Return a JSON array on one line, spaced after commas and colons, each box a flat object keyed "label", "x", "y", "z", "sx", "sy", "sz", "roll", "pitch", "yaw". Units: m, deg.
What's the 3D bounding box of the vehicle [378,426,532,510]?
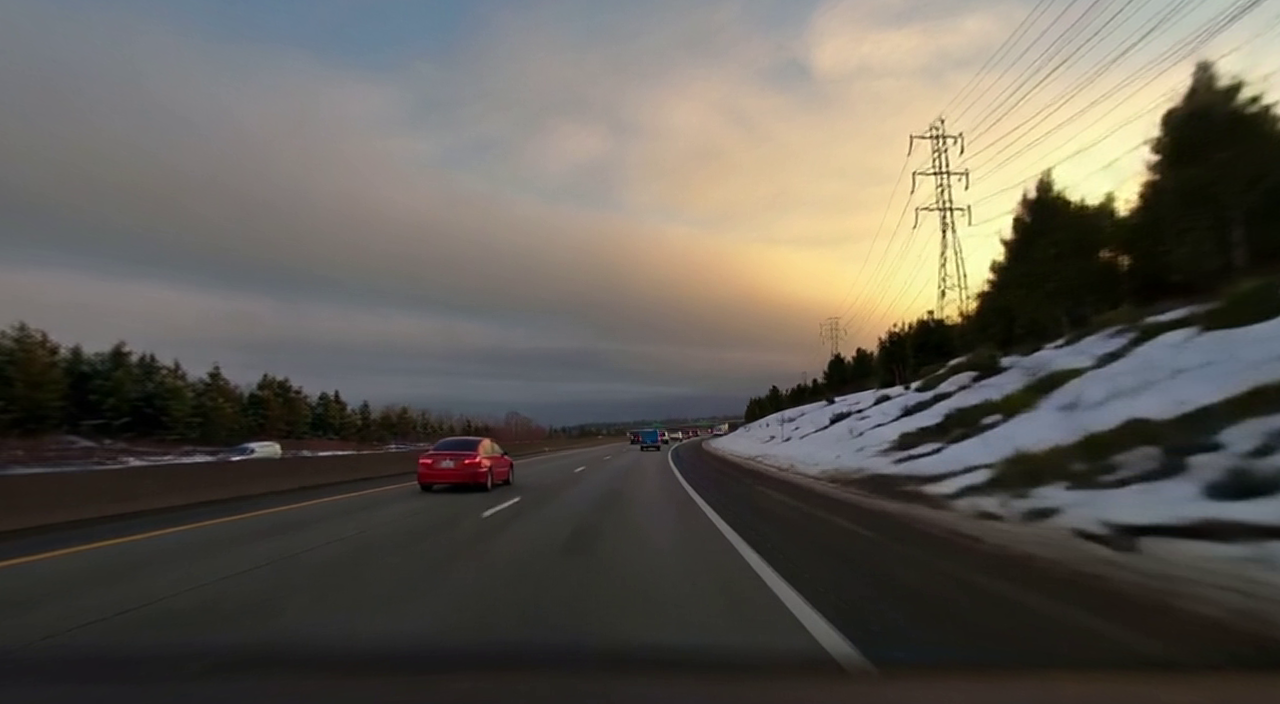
[{"label": "vehicle", "x": -3.767, "y": 2.415, "z": 13.707, "sx": 2.030, "sy": 1.522, "sz": 4.250, "roll": 0, "pitch": -8, "yaw": 0}]

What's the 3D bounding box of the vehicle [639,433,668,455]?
[{"label": "vehicle", "x": 1.054, "y": 6.932, "z": 47.486, "sx": 2.077, "sy": 1.523, "sz": 4.206, "roll": 0, "pitch": -8, "yaw": 3}]
